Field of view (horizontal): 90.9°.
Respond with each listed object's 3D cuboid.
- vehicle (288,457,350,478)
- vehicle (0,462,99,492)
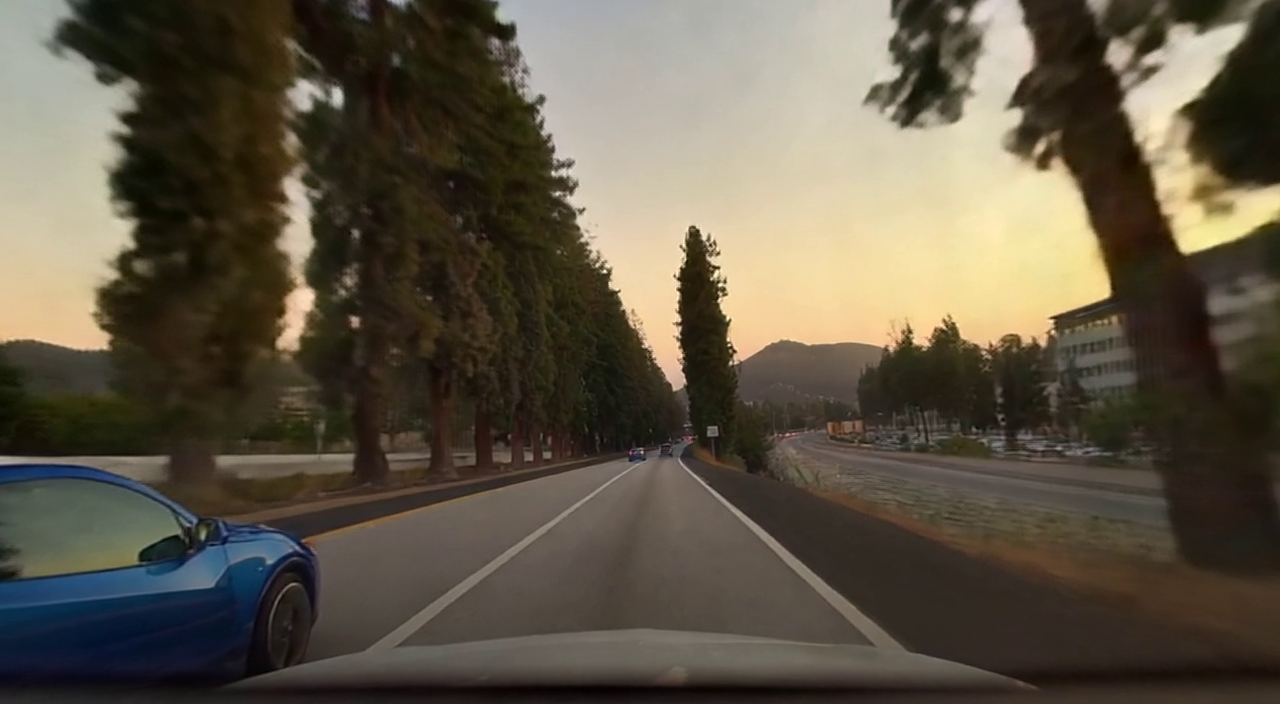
[{"bbox_3d":[-24.993,8.968,49.297,1.964,1.444,4.565,-2,-8,8],"label":"vehicle"},{"bbox_3d":[-34.691,7.249,36.831,1.852,1.443,4.431,-2,-8,8],"label":"vehicle"}]
